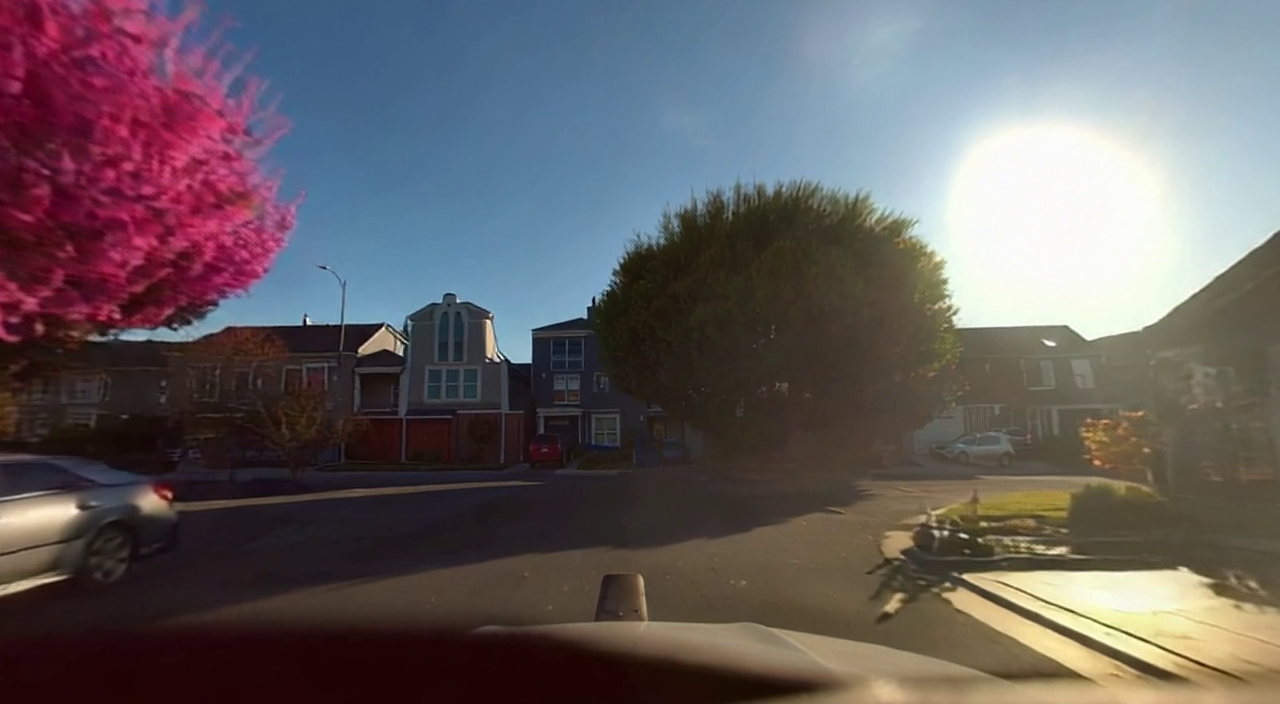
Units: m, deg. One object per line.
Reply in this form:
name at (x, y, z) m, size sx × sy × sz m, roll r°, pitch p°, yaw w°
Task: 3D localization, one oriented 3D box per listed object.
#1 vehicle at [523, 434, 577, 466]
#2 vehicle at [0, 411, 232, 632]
vehicle at (-4.498, 5.004, 32.208) m, size 1.968 × 1.491 × 4.486 m, roll 0°, pitch -9°, yaw 2°
vehicle at (-6.059, 1.399, 5.403) m, size 2.087 × 1.697 × 4.892 m, roll 1°, pitch -9°, yaw -4°
